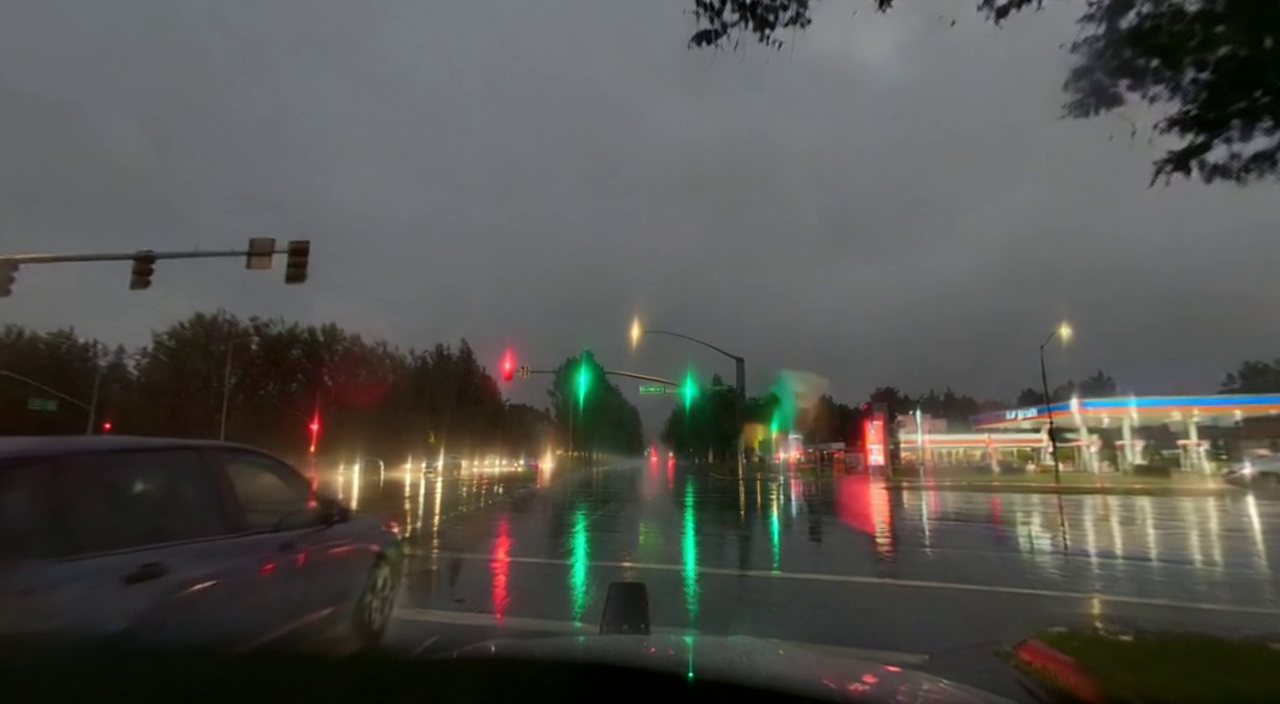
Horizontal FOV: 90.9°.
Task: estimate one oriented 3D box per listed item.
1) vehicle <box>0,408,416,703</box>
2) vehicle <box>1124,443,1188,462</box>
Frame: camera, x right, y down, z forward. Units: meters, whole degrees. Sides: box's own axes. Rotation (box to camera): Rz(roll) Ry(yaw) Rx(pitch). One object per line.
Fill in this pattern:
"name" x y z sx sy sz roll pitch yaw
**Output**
"vehicle" -3.022 1.108 3.179 2.041 1.483 4.533 0 -9 1
"vehicle" 40.480 7.877 49.497 3.518 1.433 1.763 1 -9 -5
